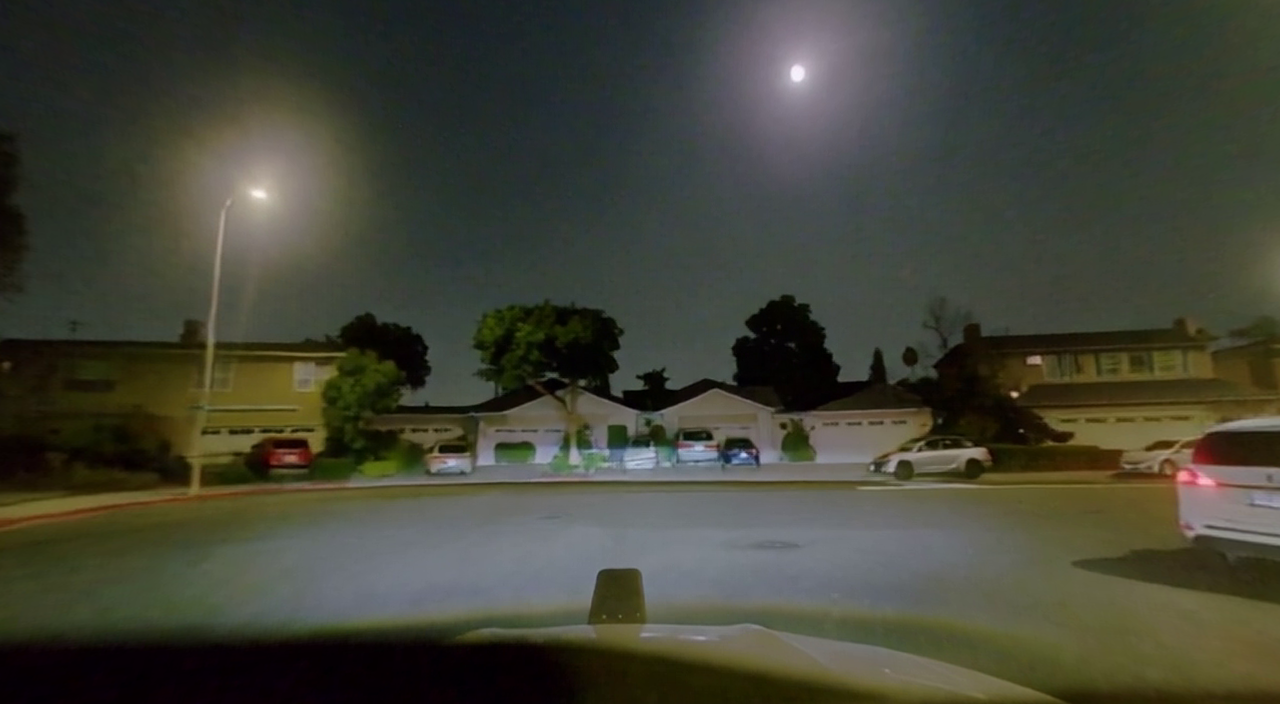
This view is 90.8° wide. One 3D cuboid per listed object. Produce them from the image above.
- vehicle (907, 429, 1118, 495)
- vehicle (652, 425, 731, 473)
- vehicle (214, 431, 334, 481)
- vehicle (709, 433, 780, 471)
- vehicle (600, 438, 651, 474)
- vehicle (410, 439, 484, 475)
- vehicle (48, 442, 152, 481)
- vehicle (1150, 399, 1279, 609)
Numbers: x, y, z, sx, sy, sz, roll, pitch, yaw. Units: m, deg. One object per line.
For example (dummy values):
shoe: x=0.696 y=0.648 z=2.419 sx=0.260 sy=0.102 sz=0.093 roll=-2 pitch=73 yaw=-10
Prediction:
vehicle: x=10.998 y=3.291 z=19.148 sx=5.082 sy=1.789 sz=1.947 roll=-3 pitch=-9 yaw=17
vehicle: x=2.257 y=4.546 z=29.463 sx=2.455 sy=2.018 sz=5.271 roll=2 pitch=-9 yaw=-9
vehicle: x=-15.109 y=4.246 z=25.998 sx=5.096 sy=1.824 sz=2.305 roll=-6 pitch=-11 yaw=36
vehicle: x=4.947 y=4.856 z=30.685 sx=2.160 sy=1.695 sz=4.183 roll=1 pitch=-9 yaw=-9
vehicle: x=-0.733 y=4.762 z=29.194 sx=1.833 sy=1.540 sz=3.532 roll=1 pitch=-9 yaw=-9
vehicle: x=-9.050 y=4.857 z=29.373 sx=1.932 sy=1.518 sz=4.343 roll=6 pitch=-11 yaw=-35
vehicle: x=-22.456 y=4.502 z=26.242 sx=4.013 sy=1.428 sz=2.046 roll=-5 pitch=-8 yaw=31
vehicle: x=7.663 y=1.478 z=6.638 sx=4.863 sy=1.784 sz=2.109 roll=6 pitch=-10 yaw=-34
